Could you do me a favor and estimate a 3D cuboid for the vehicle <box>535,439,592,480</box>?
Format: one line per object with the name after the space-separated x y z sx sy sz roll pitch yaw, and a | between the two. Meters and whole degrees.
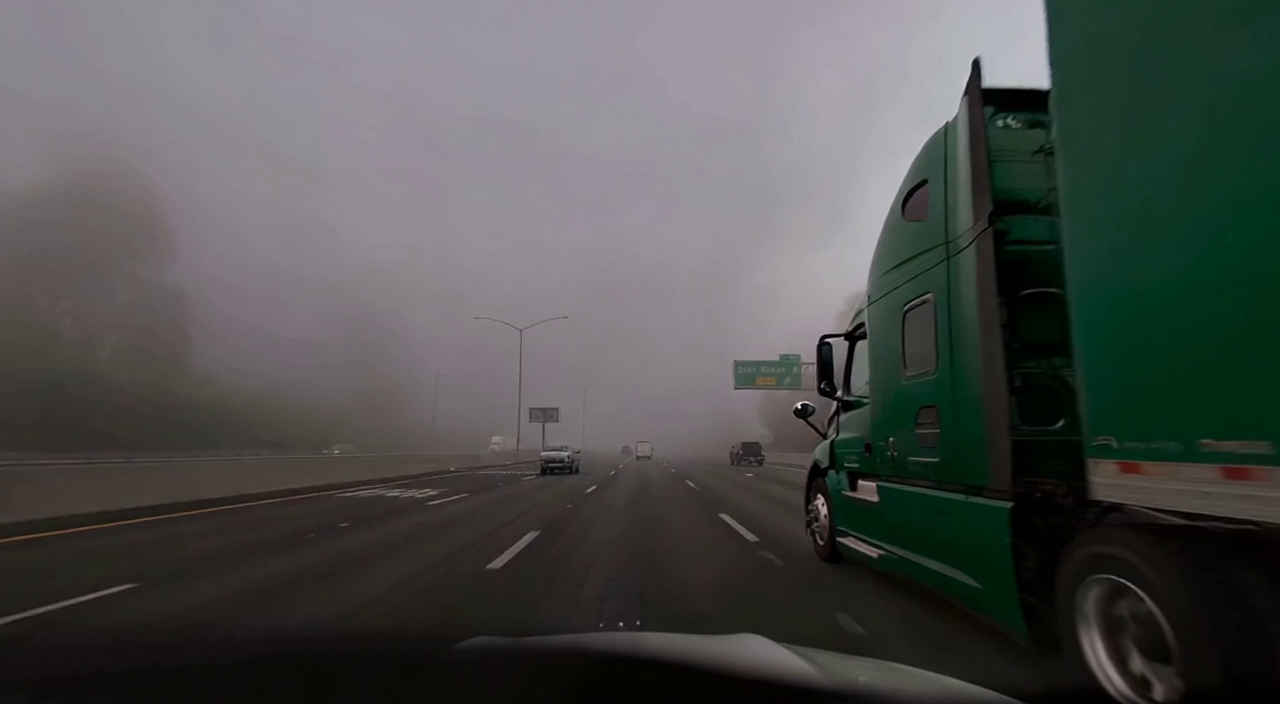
-3.326 4.783 28.226 2.000 1.658 4.155 0 -9 1 | vehicle

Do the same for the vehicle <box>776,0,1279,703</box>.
3.817 -0.150 3.119 2.906 4.117 15.806 0 -9 0 | vehicle
